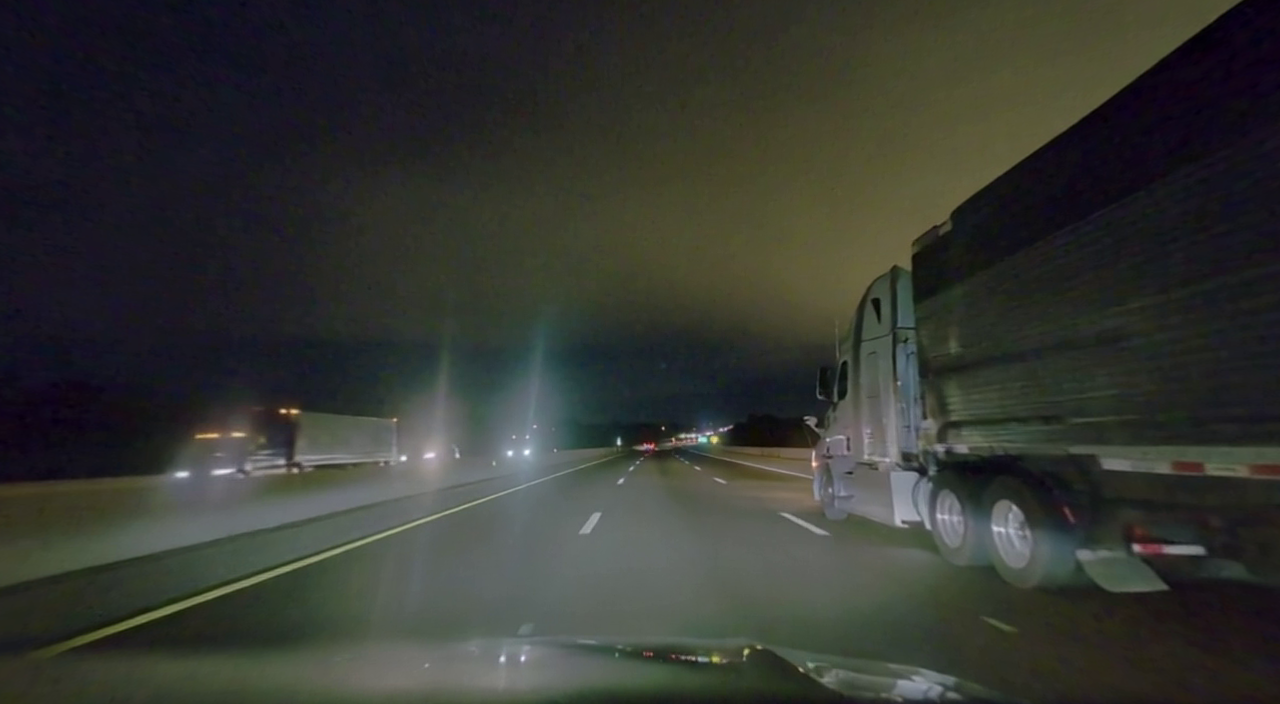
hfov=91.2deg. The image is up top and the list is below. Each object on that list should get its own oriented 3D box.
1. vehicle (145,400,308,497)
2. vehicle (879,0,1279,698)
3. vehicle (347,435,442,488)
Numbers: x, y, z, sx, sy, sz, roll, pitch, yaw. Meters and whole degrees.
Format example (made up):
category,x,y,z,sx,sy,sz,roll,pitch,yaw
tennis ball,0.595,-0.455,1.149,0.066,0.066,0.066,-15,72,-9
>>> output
category,x,y,z,sx,sy,sz,roll,pitch,yaw
vehicle,-20.231,4.819,31.408,3.408,4.286,6.704,0,-9,0
vehicle,4.813,-0.581,1.058,2.908,4.075,15.065,0,-9,0
vehicle,-13.788,6.199,35.904,2.385,2.707,6.855,-1,-9,2
